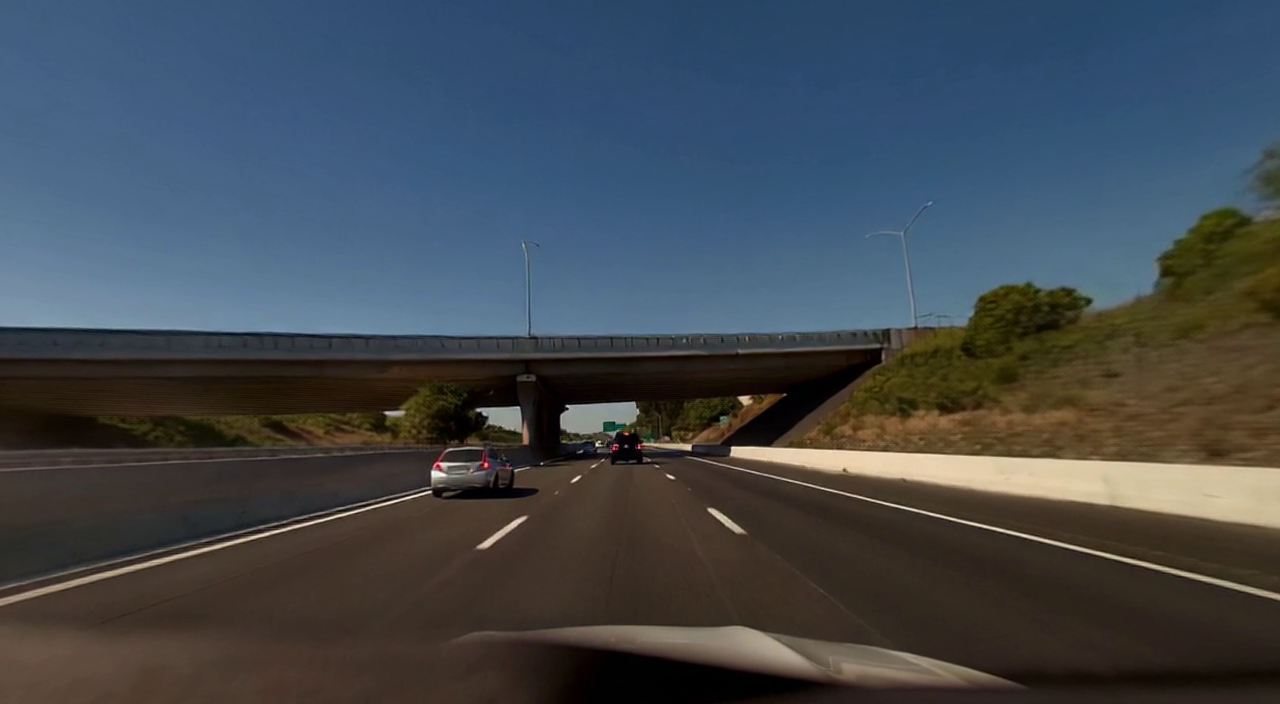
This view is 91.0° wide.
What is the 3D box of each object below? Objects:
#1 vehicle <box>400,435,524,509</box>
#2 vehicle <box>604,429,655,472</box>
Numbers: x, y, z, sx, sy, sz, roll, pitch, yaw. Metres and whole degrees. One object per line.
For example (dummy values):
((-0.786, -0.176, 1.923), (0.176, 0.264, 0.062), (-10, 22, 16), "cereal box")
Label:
((-4.169, 2.839, 15.408), (1.945, 1.550, 3.780), (0, -8, 0), "vehicle")
((-0.545, 4.892, 31.572), (2.382, 1.973, 4.439), (0, -8, -2), "vehicle")
